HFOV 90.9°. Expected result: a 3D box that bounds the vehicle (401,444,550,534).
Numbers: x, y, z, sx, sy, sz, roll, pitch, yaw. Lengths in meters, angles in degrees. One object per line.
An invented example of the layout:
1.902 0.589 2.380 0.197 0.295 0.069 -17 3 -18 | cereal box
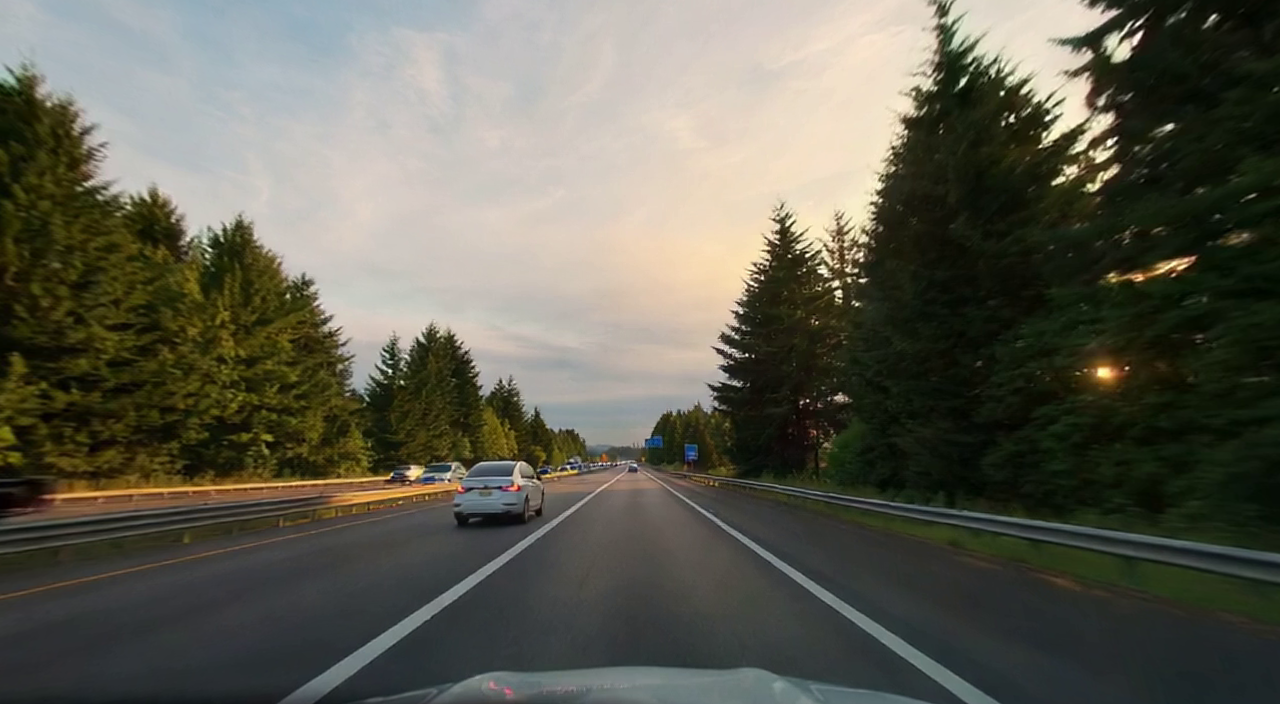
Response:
-3.382 2.949 13.911 2.104 1.655 4.039 0 -10 1 | vehicle
